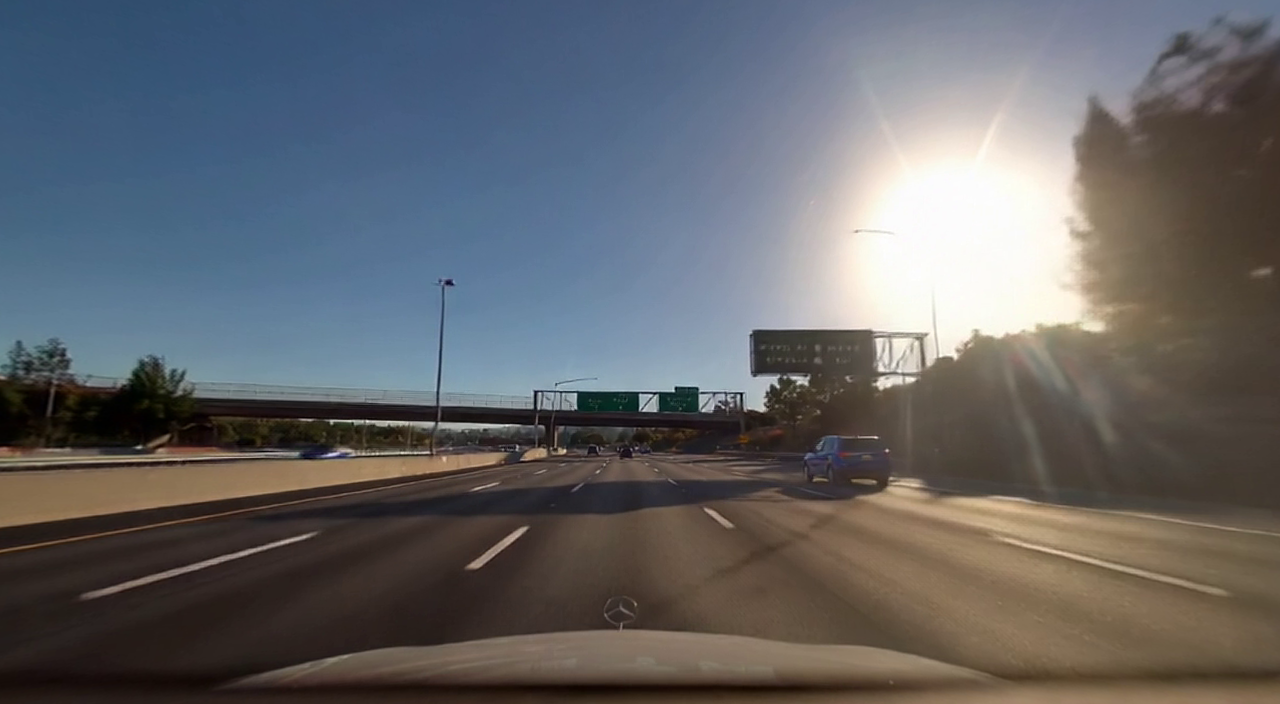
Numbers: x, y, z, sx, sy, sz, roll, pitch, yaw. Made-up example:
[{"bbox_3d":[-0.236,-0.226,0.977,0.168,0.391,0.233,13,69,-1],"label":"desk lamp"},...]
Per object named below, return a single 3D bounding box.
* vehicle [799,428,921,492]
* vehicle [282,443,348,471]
[{"bbox_3d":[6.536,3.263,19.335,2.091,1.711,4.383,0,-9,-1],"label":"vehicle"},{"bbox_3d":[-19.369,6.271,37.756,1.818,1.544,4.027,0,-9,-1],"label":"vehicle"}]
